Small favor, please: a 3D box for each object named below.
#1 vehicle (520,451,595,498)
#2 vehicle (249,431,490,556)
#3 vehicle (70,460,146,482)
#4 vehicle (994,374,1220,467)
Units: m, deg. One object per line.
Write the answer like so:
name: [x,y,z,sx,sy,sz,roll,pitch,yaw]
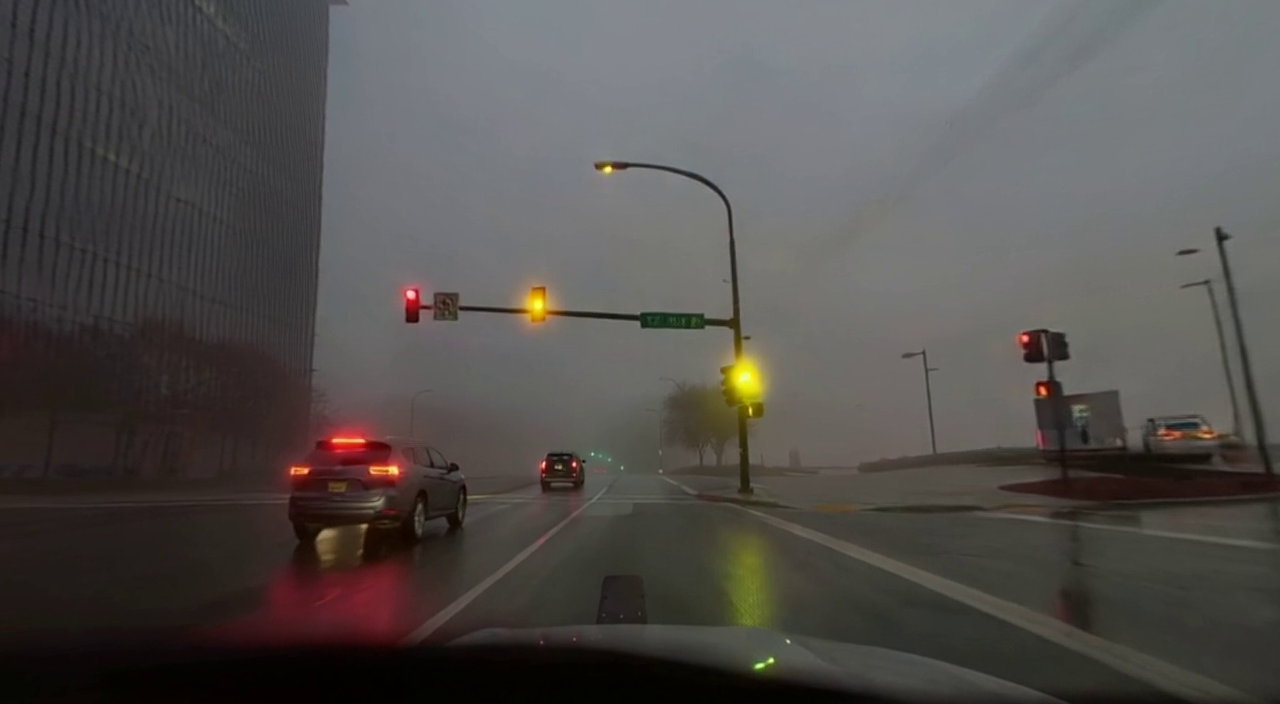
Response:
vehicle: [-3.497,5.307,27.815,2.384,1.849,5.009,0,-9,2]
vehicle: [-4.397,2.368,11.294,2.169,1.741,4.588,0,-9,1]
vehicle: [-38.119,8.565,45.131,3.794,1.481,1.758,-1,-11,2]
vehicle: [15.758,2.476,21.735,4.005,2.827,4.538,2,-9,-10]
